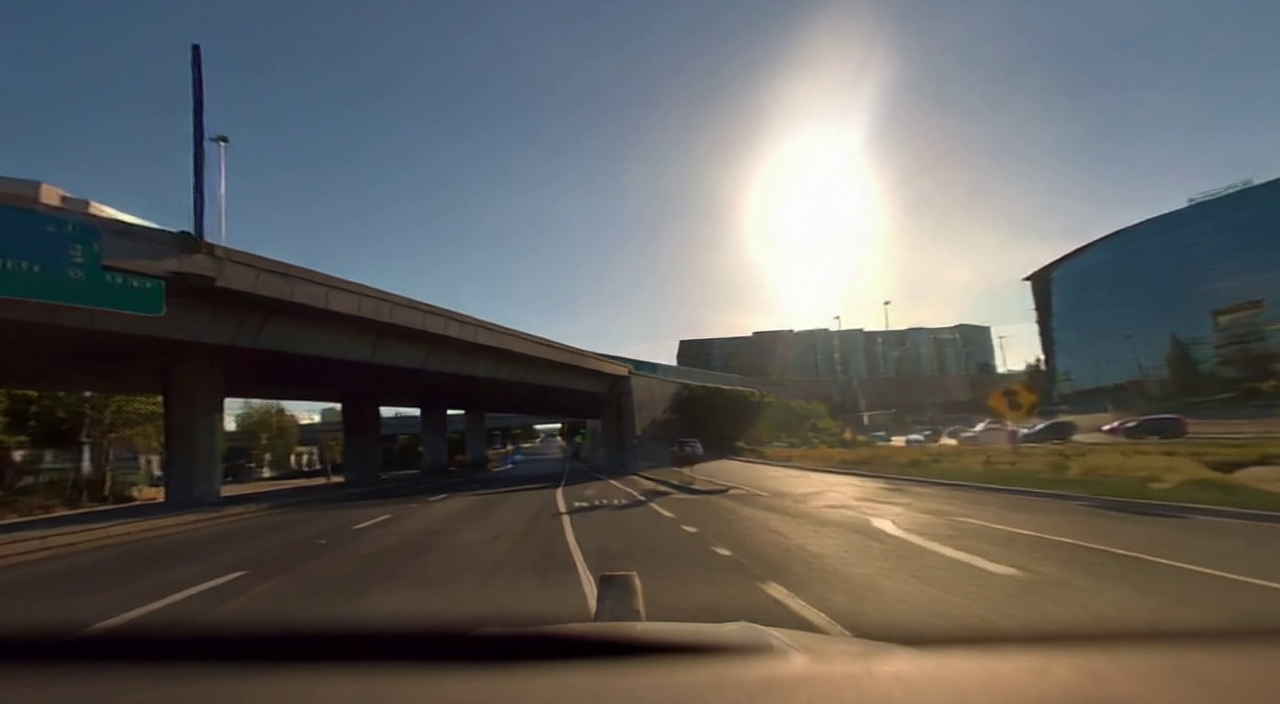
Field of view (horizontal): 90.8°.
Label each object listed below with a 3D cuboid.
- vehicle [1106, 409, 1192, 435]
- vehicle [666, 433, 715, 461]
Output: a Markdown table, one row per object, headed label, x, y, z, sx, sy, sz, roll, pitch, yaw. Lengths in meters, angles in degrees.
| label | x | y | z | sx | sy | sz | roll | pitch | yaw |
| --- | --- | --- | --- | --- | --- | --- | --- | --- | --- |
| vehicle | 37.494 | 5.168 | 46.595 | 4.685 | 1.869 | 2.045 | 0 | -8 | -4 |
| vehicle | 2.873 | 5.574 | 37.072 | 2.048 | 1.516 | 3.874 | 1 | -8 | -8 |
